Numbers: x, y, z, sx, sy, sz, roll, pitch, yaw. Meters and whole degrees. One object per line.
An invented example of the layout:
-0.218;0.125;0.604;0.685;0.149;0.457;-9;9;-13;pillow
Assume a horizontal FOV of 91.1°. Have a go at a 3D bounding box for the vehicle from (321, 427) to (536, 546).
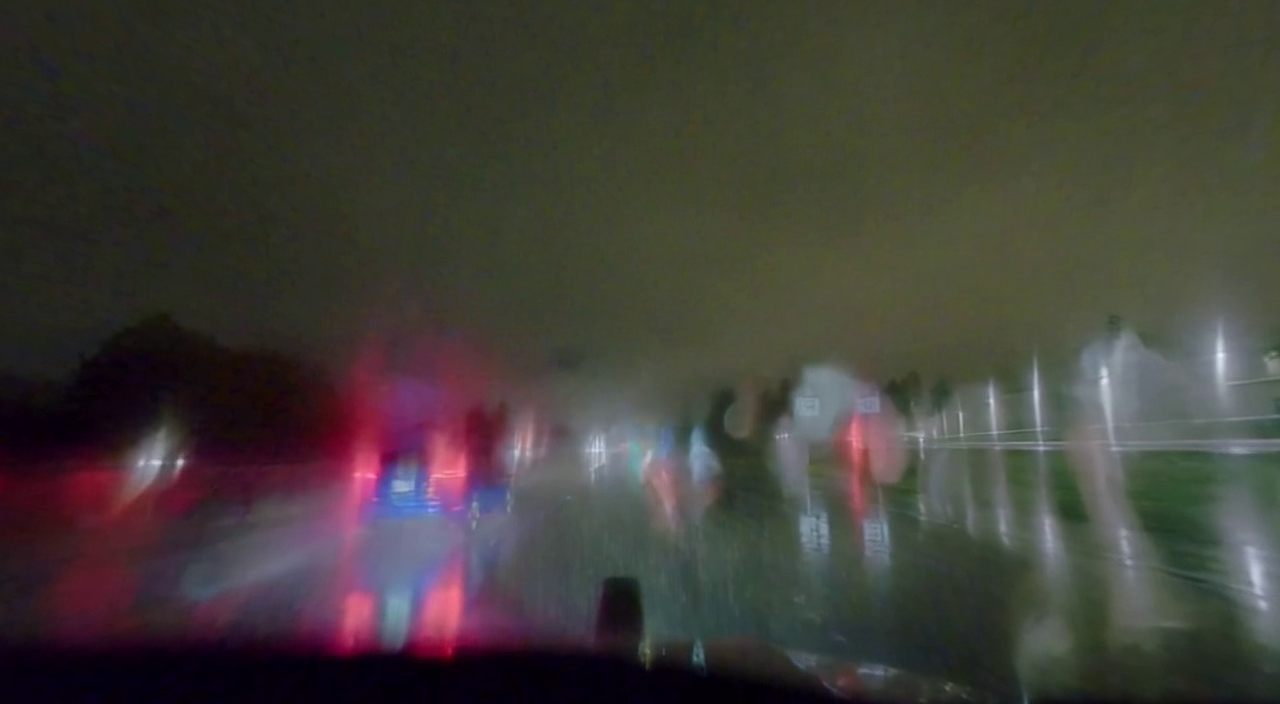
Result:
-3.246;2.175;10.848;2.069;1.573;4.589;0;-9;0;vehicle
